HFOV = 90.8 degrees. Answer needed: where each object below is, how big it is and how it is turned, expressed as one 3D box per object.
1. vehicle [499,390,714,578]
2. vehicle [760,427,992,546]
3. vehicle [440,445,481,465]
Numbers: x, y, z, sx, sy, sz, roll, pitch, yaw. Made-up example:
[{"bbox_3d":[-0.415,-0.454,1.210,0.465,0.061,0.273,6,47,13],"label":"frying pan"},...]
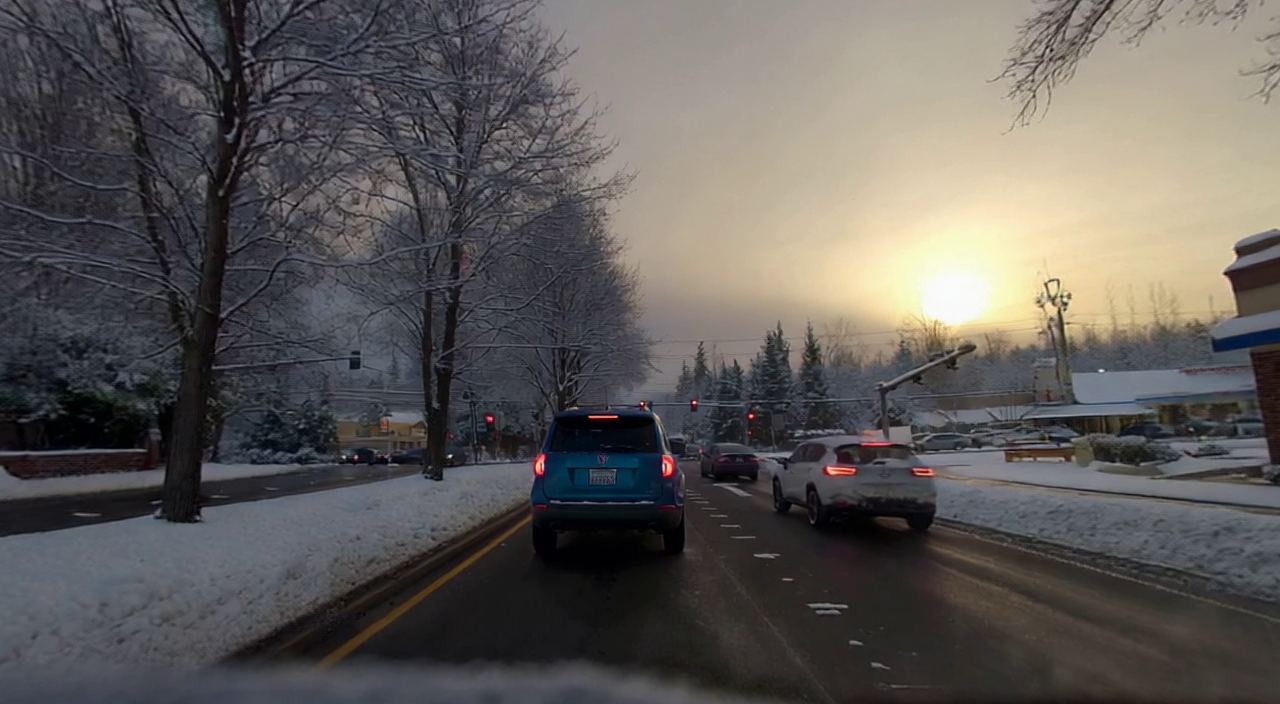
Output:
[{"bbox_3d":[-0.310,1.642,8.620,2.096,1.837,4.687,0,-9,0],"label":"vehicle"},{"bbox_3d":[3.578,2.137,10.798,2.098,1.555,4.778,0,-9,0],"label":"vehicle"},{"bbox_3d":[-13.875,7.972,49.124,1.983,1.460,4.456,0,-9,-2],"label":"vehicle"}]
